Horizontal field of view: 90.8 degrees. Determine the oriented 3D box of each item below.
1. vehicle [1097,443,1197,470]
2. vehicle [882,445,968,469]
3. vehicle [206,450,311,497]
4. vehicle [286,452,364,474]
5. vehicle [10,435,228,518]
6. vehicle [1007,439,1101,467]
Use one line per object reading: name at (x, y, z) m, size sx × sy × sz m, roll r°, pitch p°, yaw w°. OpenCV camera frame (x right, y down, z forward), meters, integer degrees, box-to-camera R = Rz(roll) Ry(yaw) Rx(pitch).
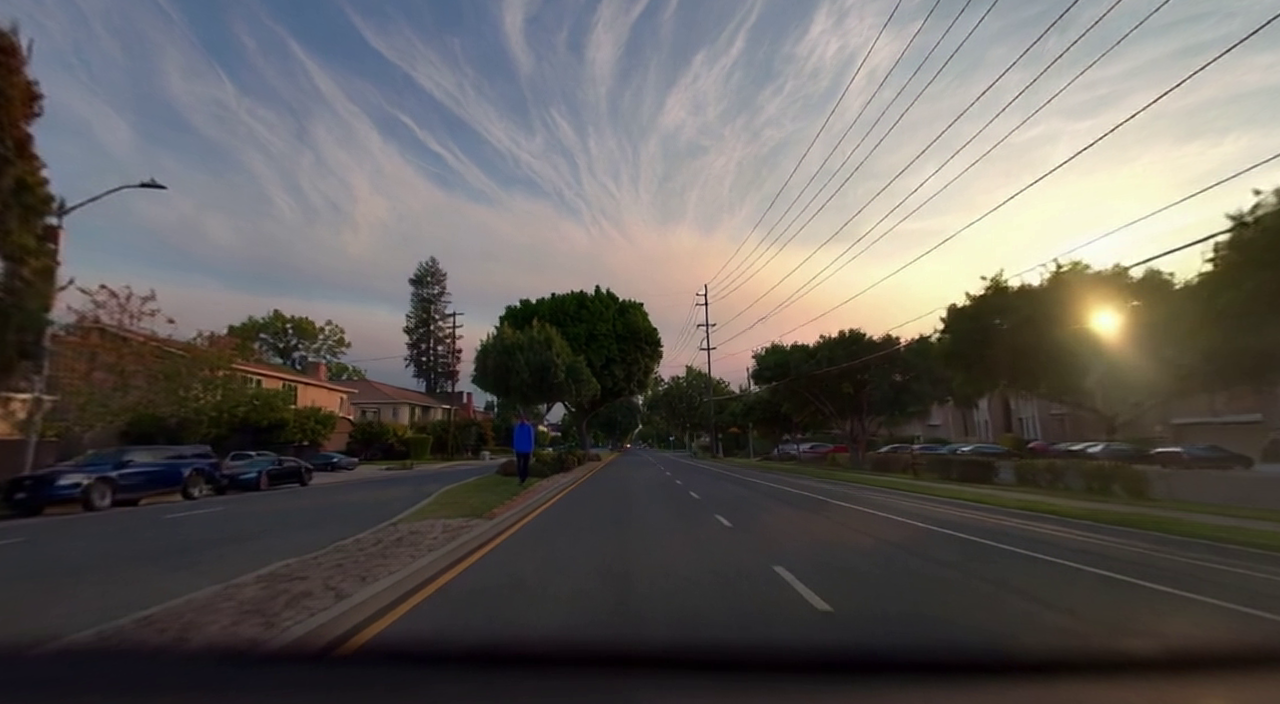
vehicle at (33.127, 6.811, 41.449) m, size 1.974 × 1.647 × 4.721 m, roll 2°, pitch -9°, yaw -15°
vehicle at (17.473, 6.470, 38.896) m, size 4.246 × 1.427 × 2.055 m, roll 0°, pitch -9°, yaw 0°
vehicle at (-15.453, 4.897, 25.908) m, size 2.106 × 1.517 × 4.632 m, roll -3°, pitch -8°, yaw -10°
vehicle at (-21.865, 7.698, 44.017) m, size 4.354 × 1.450 × 2.043 m, roll 2°, pitch -9°, yaw -10°
vehicle at (-15.059, 3.572, 18.782) m, size 2.298 × 1.979 × 4.920 m, roll -3°, pitch -9°, yaw 0°
vehicle at (31.318, 7.623, 48.011) m, size 2.206 × 1.971 × 5.600 m, roll 3°, pitch -9°, yaw -20°
